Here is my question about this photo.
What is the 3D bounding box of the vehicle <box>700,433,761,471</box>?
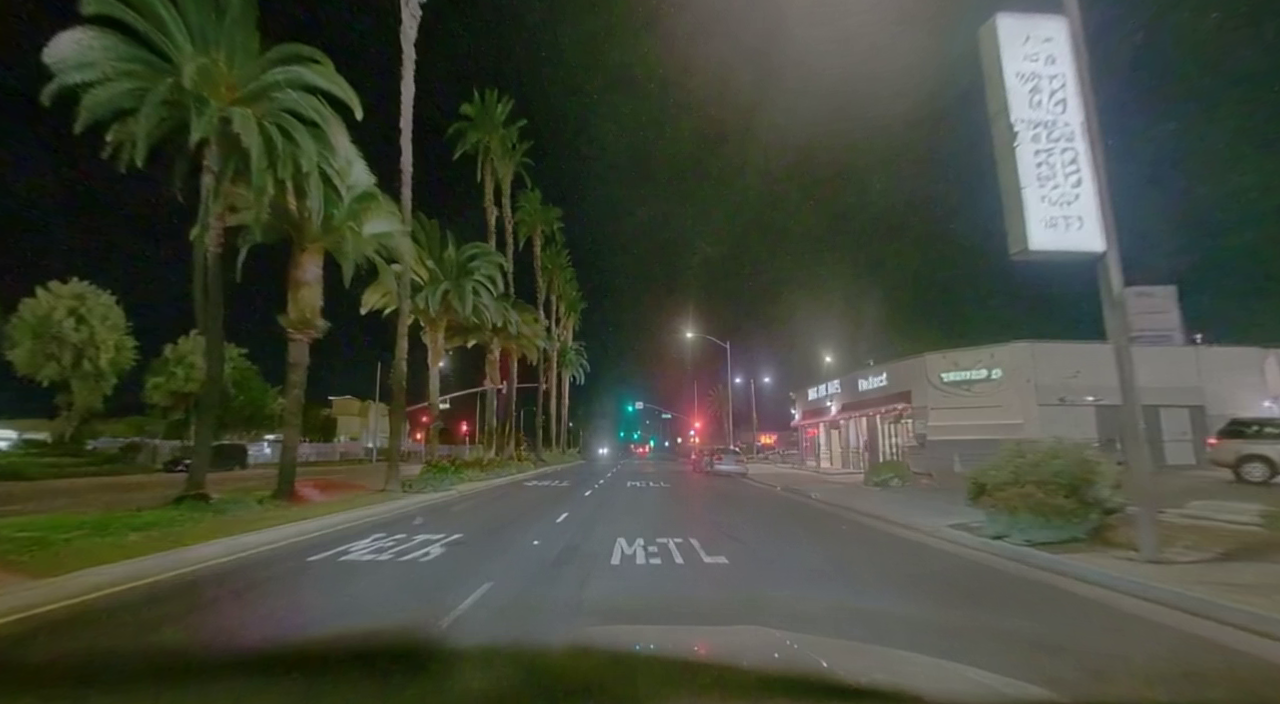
[{"bbox_3d":[4.264,4.807,30.292,2.089,1.652,4.668,2,-9,-2],"label":"vehicle"}]

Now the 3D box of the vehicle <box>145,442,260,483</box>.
[{"bbox_3d":[-20.331,5.196,29.466,2.097,1.772,4.576,0,-10,-1],"label":"vehicle"}]
